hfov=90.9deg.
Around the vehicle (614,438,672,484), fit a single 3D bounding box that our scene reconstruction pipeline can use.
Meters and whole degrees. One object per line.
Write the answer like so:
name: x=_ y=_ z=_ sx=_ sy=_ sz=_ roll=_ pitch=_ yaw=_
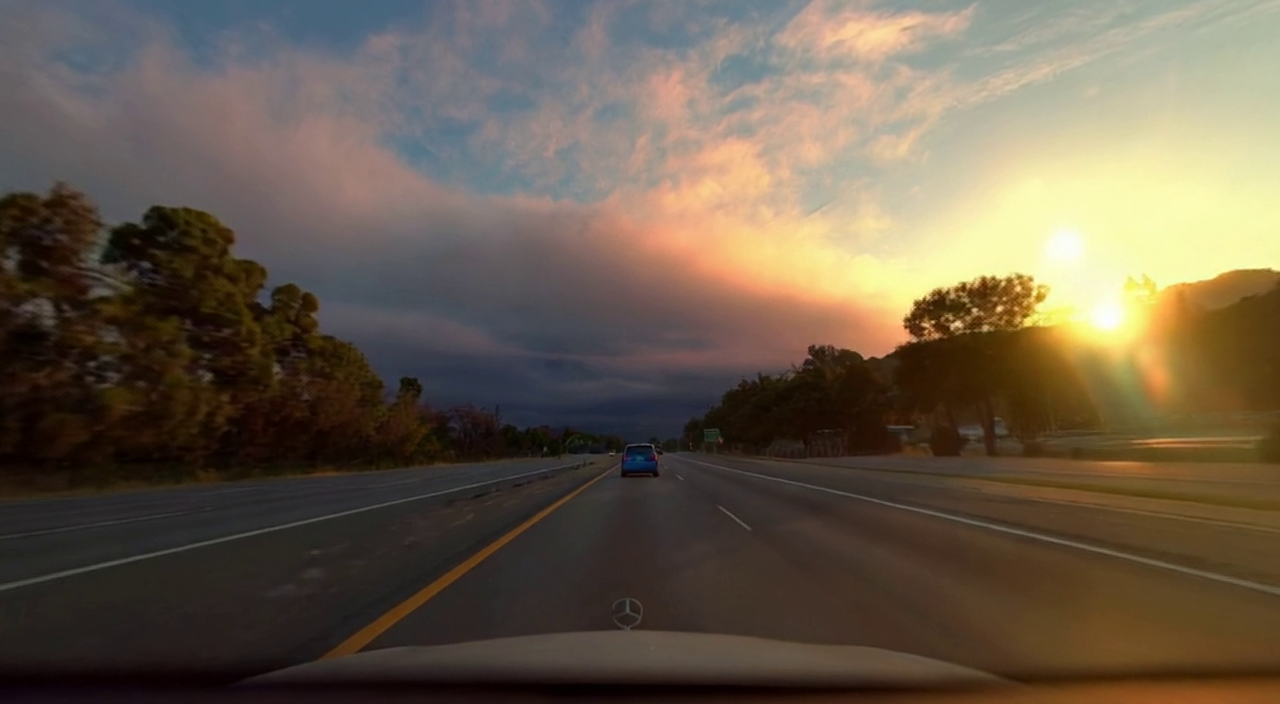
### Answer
vehicle: x=0.139 y=4.498 z=26.119 sx=2.190 sy=1.706 sz=4.062 roll=-1 pitch=-9 yaw=1
